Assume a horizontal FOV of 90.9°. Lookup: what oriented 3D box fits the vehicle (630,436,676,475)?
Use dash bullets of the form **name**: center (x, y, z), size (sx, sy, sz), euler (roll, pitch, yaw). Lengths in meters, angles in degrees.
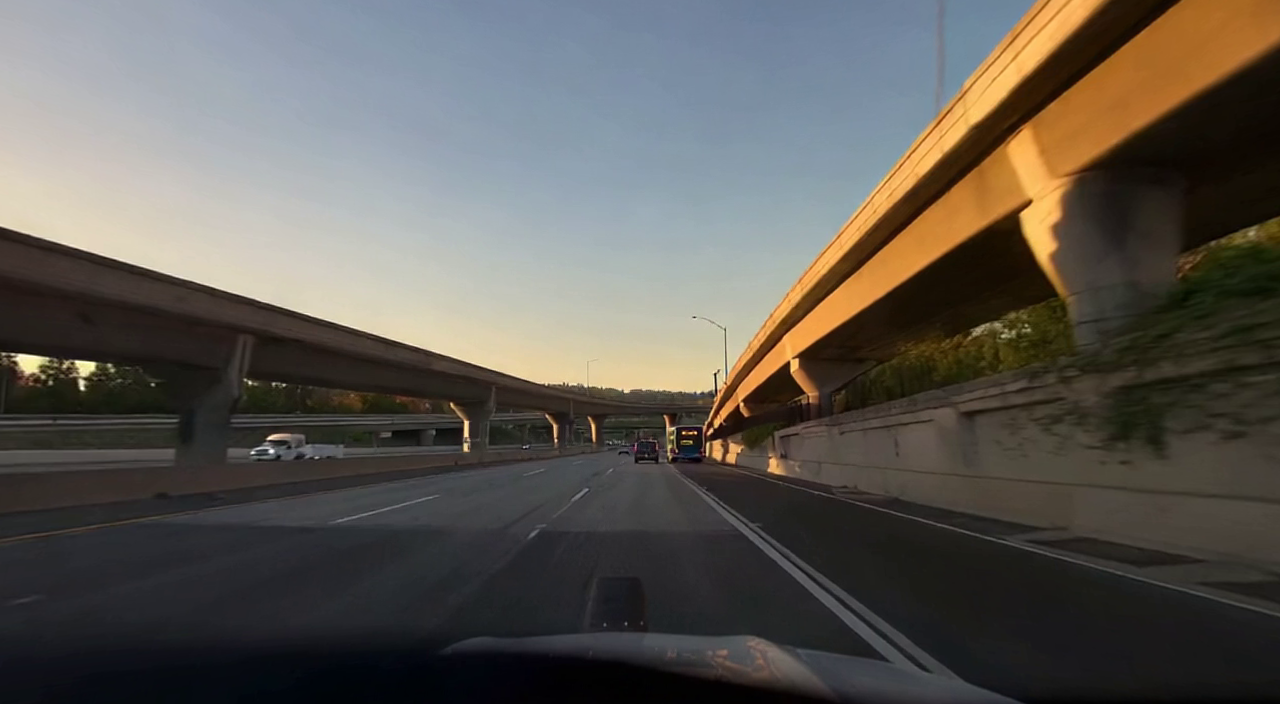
- **vehicle**: center (0.550, 4.901, 30.150), size (2.052, 1.711, 4.223), euler (0, -8, -1)
